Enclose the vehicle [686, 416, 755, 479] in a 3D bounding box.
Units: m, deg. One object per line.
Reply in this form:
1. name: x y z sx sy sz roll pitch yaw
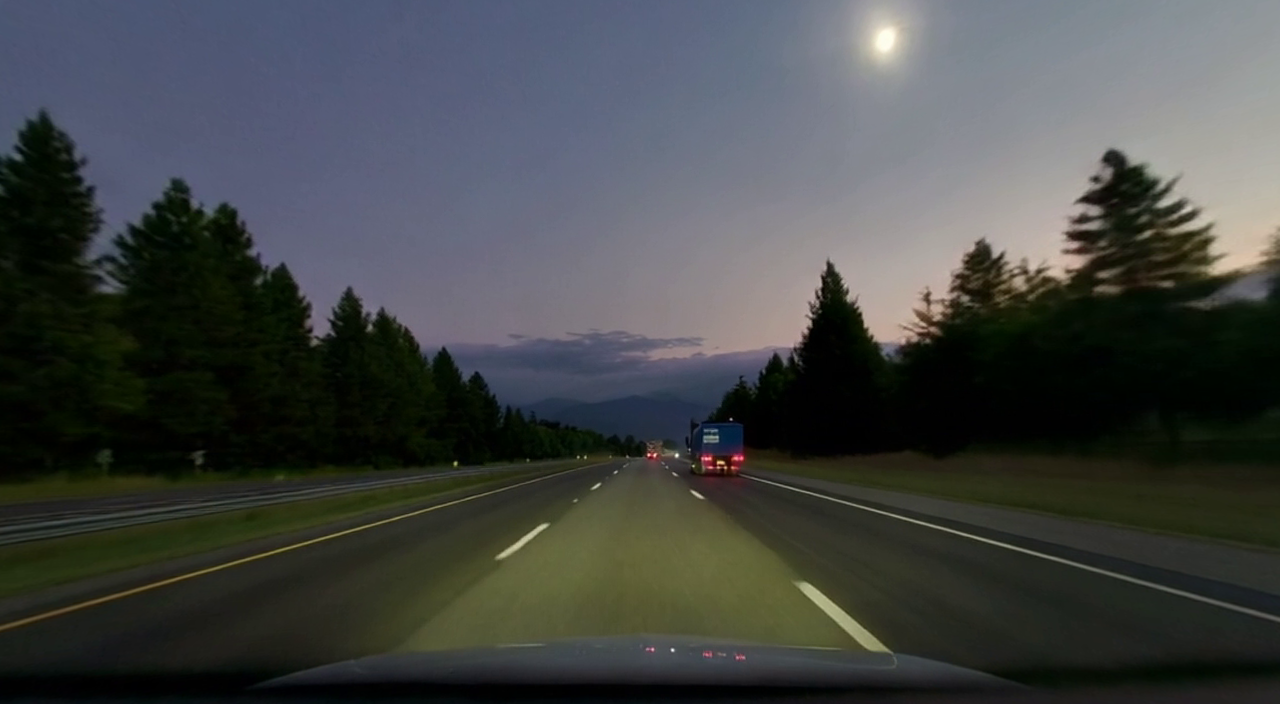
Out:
1. vehicle: 3.844 4.776 31.492 2.572 2.795 5.978 0 -9 -1
